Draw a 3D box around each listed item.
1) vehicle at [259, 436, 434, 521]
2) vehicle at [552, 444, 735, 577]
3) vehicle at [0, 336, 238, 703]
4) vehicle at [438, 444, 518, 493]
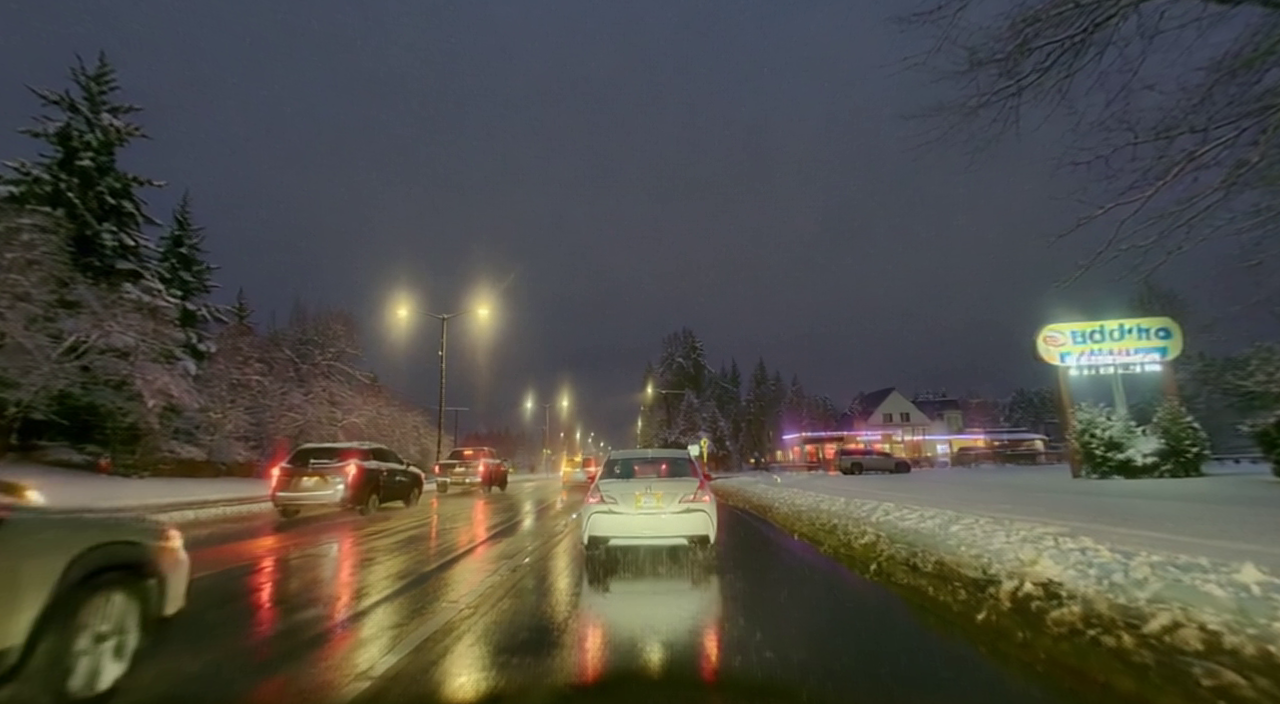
[{"bbox_3d":[-6.928,3.012,15.558,2.032,1.767,4.549,0,-9,1],"label":"vehicle"},{"bbox_3d":[0.086,2.126,9.278,2.091,1.494,3.962,0,-9,1],"label":"vehicle"},{"bbox_3d":[-3.614,0.651,1.513,2.055,1.725,4.732,0,-9,1],"label":"vehicle"},{"bbox_3d":[-6.768,4.893,26.866,2.130,1.900,4.470,0,-9,1],"label":"vehicle"}]
